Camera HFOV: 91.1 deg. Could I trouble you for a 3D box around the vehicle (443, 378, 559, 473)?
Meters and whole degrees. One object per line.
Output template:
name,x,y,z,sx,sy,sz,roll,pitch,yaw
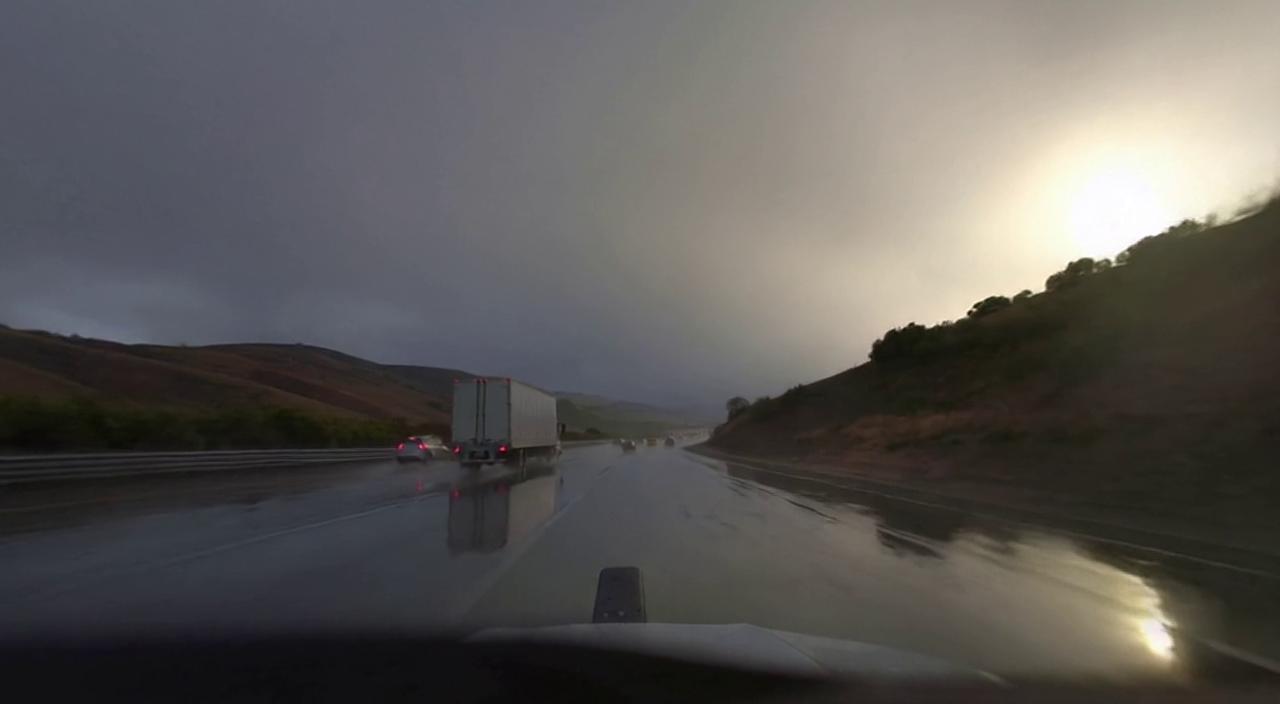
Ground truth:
vehicle,-6.332,3.774,31.040,2.981,3.860,11.022,0,-8,1

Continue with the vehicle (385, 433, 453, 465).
vehicle,-13.783,6.098,39.563,2.130,1.828,5.523,0,-8,1
